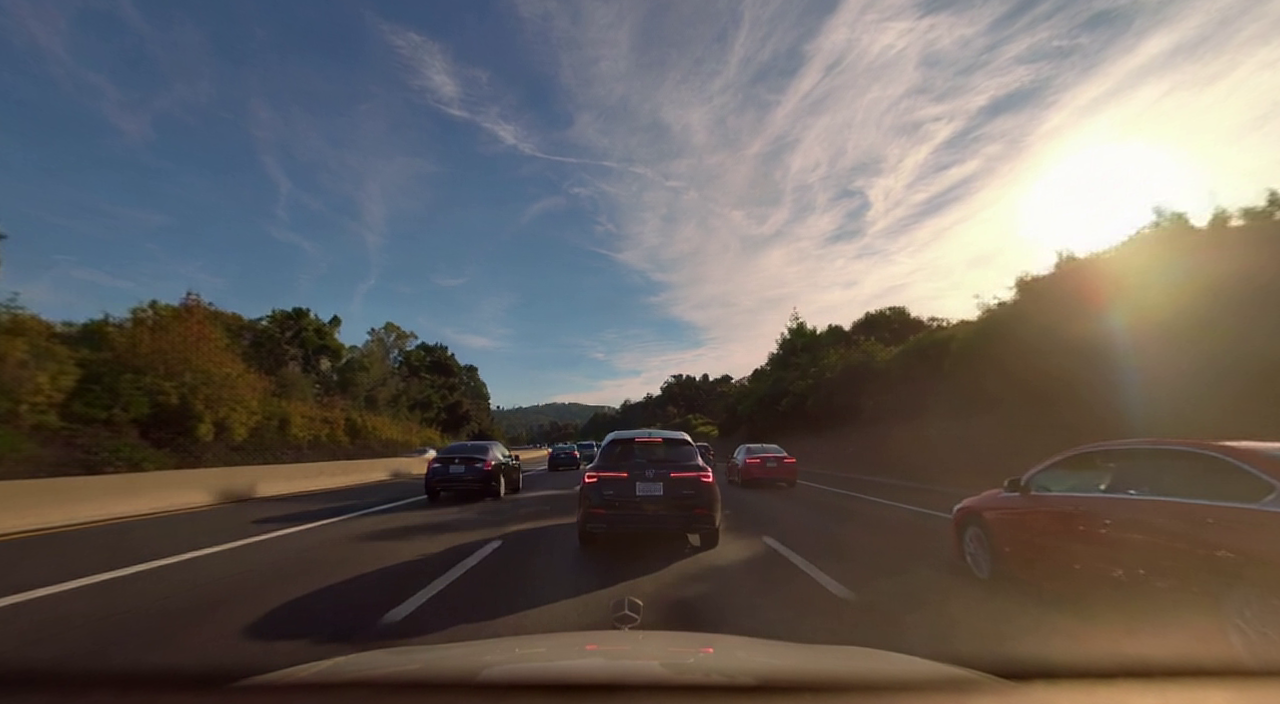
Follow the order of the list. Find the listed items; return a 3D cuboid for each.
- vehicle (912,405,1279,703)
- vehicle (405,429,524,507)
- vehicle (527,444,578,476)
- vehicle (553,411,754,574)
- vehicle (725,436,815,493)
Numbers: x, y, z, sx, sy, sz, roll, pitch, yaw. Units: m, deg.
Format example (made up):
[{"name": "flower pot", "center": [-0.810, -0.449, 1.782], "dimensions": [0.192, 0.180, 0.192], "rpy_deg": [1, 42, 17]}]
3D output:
[{"name": "vehicle", "center": [3.676, 1.136, 3.872], "dimensions": [1.953, 1.434, 4.511], "rpy_deg": [0, -9, 0]}, {"name": "vehicle", "center": [-4.235, 2.867, 15.923], "dimensions": [1.890, 1.708, 3.844], "rpy_deg": [0, -9, 0]}, {"name": "vehicle", "center": [-4.211, 5.285, 30.934], "dimensions": [1.910, 1.468, 3.781], "rpy_deg": [0, -9, 1]}, {"name": "vehicle", "center": [0.119, 1.765, 8.563], "dimensions": [2.093, 1.695, 3.782], "rpy_deg": [0, -9, -1]}, {"name": "vehicle", "center": [3.921, 3.468, 19.714], "dimensions": [1.905, 1.590, 3.746], "rpy_deg": [0, -9, -2]}]
